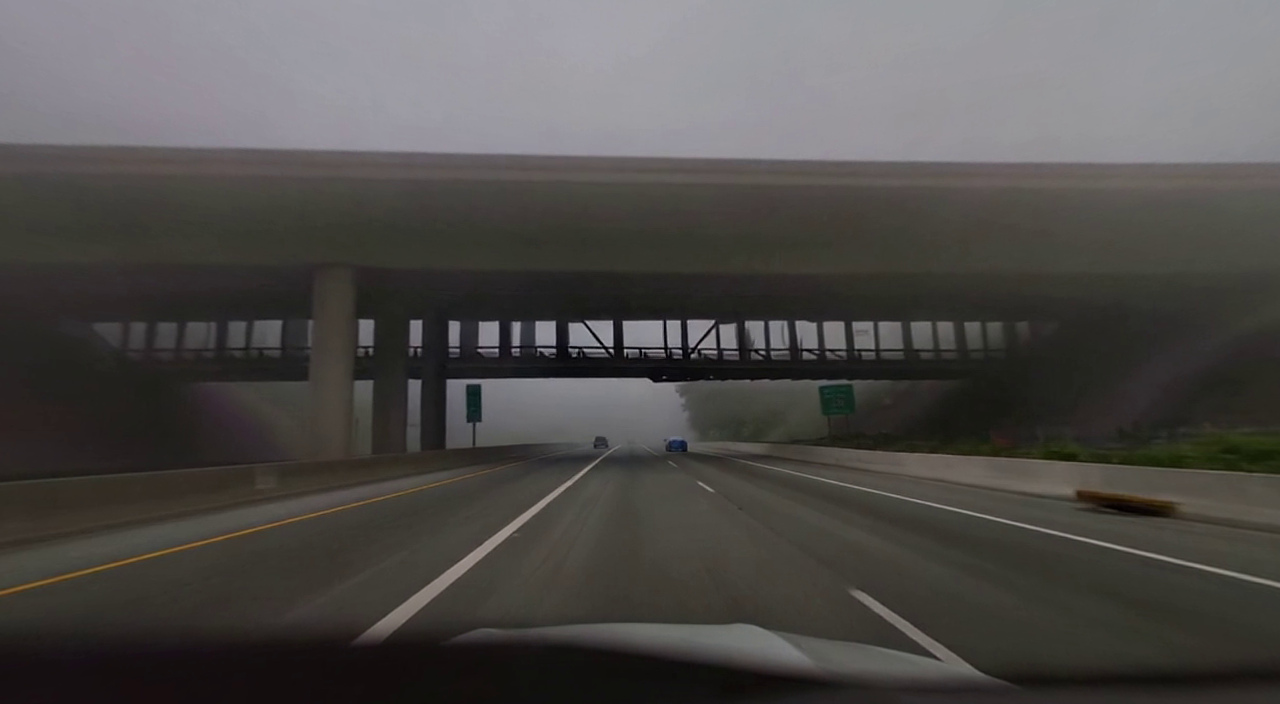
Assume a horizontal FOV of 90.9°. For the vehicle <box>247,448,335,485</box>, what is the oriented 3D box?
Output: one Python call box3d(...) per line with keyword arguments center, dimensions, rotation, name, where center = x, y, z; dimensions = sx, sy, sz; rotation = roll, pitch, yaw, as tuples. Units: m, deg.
box3d(center=(-16.511, 5.395, 30.025), dimensions=(1.855, 1.560, 4.141), rotation=(0, -8, -1), name="vehicle")
